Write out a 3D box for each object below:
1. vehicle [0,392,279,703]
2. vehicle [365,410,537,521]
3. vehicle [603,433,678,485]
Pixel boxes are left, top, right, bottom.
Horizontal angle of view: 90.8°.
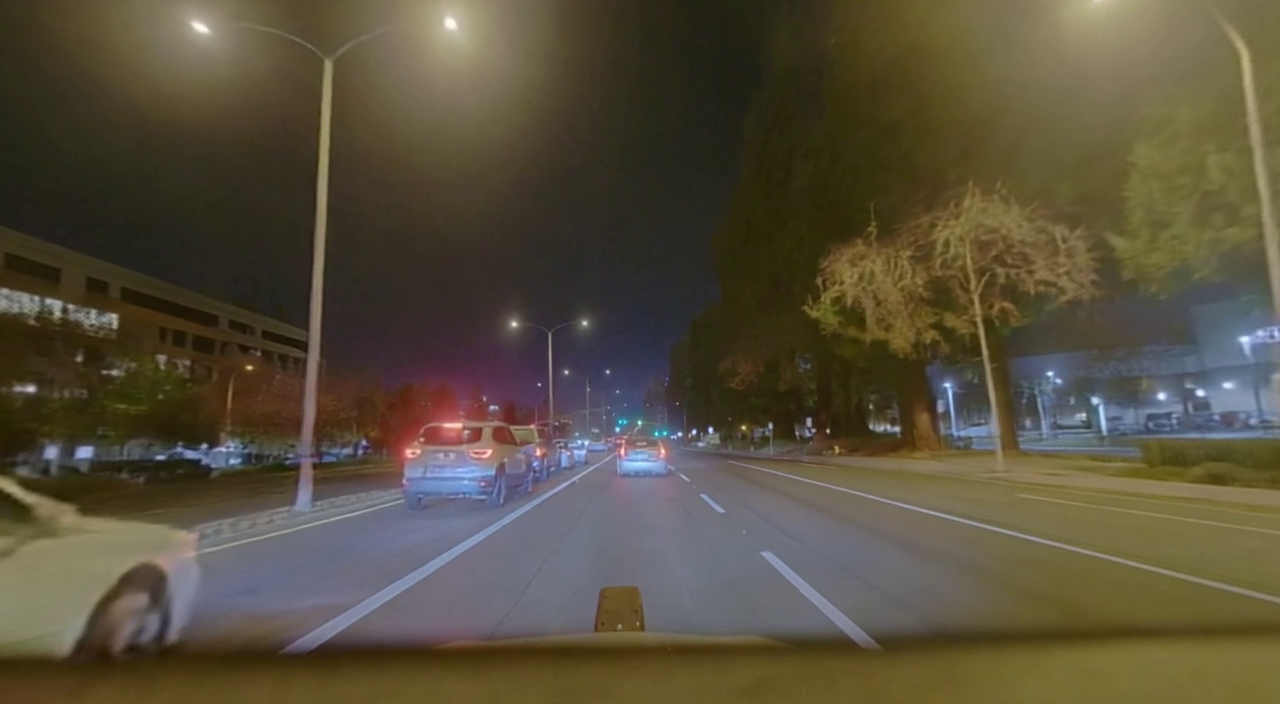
[{"bbox_3d":[-3.455,0.830,1.852,2.139,1.487,4.453,0,-8,0],"label":"vehicle"},{"bbox_3d":[-3.363,2.130,12.248,2.046,1.751,4.208,0,-8,-1],"label":"vehicle"},{"bbox_3d":[-0.013,3.329,19.916,2.126,1.475,3.967,0,-8,-1],"label":"vehicle"}]
